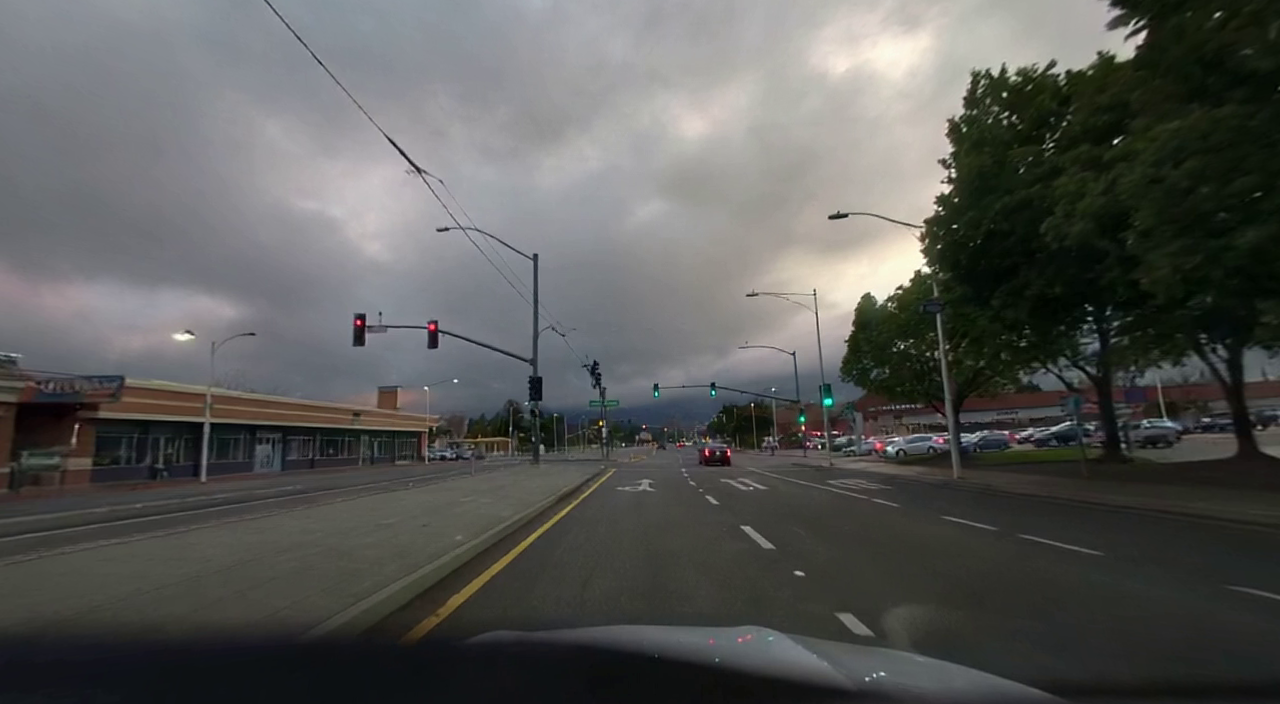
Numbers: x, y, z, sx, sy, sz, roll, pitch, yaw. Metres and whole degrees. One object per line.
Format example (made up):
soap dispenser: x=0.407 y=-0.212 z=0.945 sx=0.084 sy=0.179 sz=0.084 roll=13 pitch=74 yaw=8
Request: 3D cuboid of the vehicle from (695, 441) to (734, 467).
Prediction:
vehicle: x=4.574 y=6.308 z=39.281 sx=2.038 sy=1.528 sz=4.259 roll=0 pitch=-8 yaw=1

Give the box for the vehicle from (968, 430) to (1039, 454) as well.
vehicle: x=27.988 y=6.939 z=48.593 sx=4.280 sy=1.734 sz=1.964 roll=1 pitch=-8 yaw=-5

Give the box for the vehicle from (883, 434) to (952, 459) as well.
vehicle: x=21.326 y=7.304 z=48.570 sx=4.341 sy=1.845 sz=1.984 roll=0 pitch=-8 yaw=0
